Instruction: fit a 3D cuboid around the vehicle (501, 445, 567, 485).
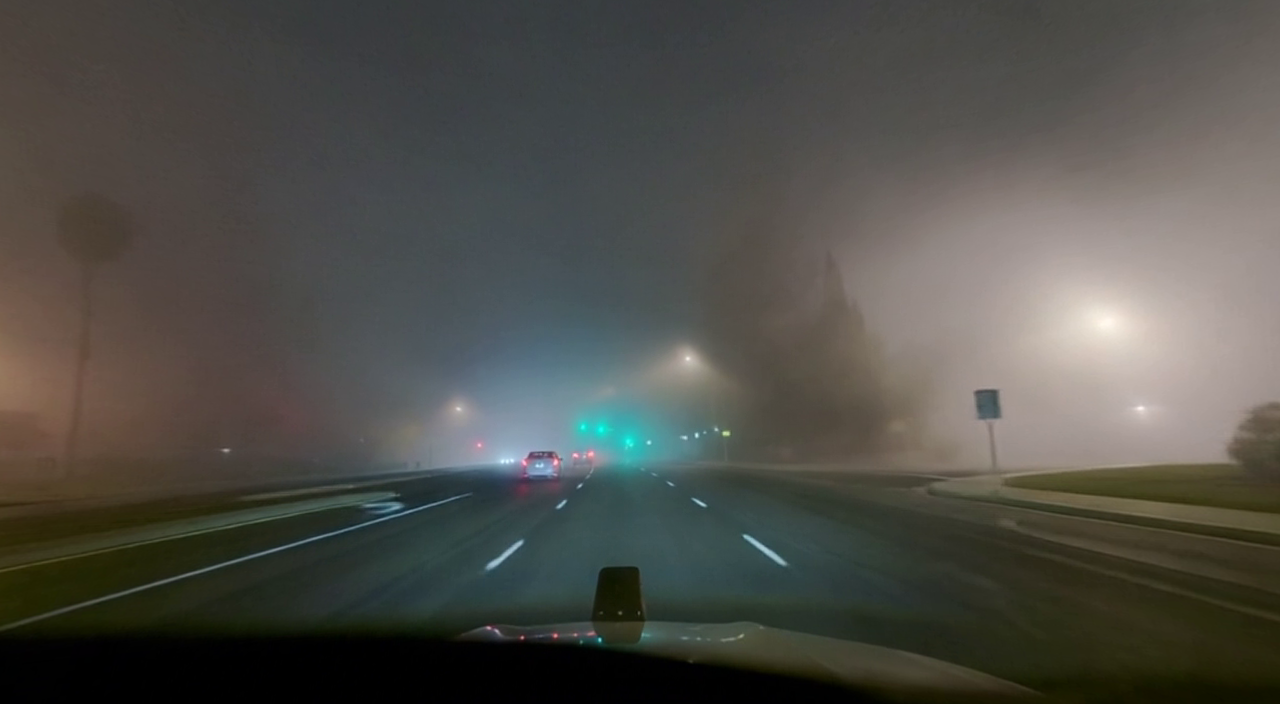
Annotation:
[{"bbox_3d":[-4.306,4.669,26.440,2.108,1.475,4.555,0,-9,-2],"label":"vehicle"}]
